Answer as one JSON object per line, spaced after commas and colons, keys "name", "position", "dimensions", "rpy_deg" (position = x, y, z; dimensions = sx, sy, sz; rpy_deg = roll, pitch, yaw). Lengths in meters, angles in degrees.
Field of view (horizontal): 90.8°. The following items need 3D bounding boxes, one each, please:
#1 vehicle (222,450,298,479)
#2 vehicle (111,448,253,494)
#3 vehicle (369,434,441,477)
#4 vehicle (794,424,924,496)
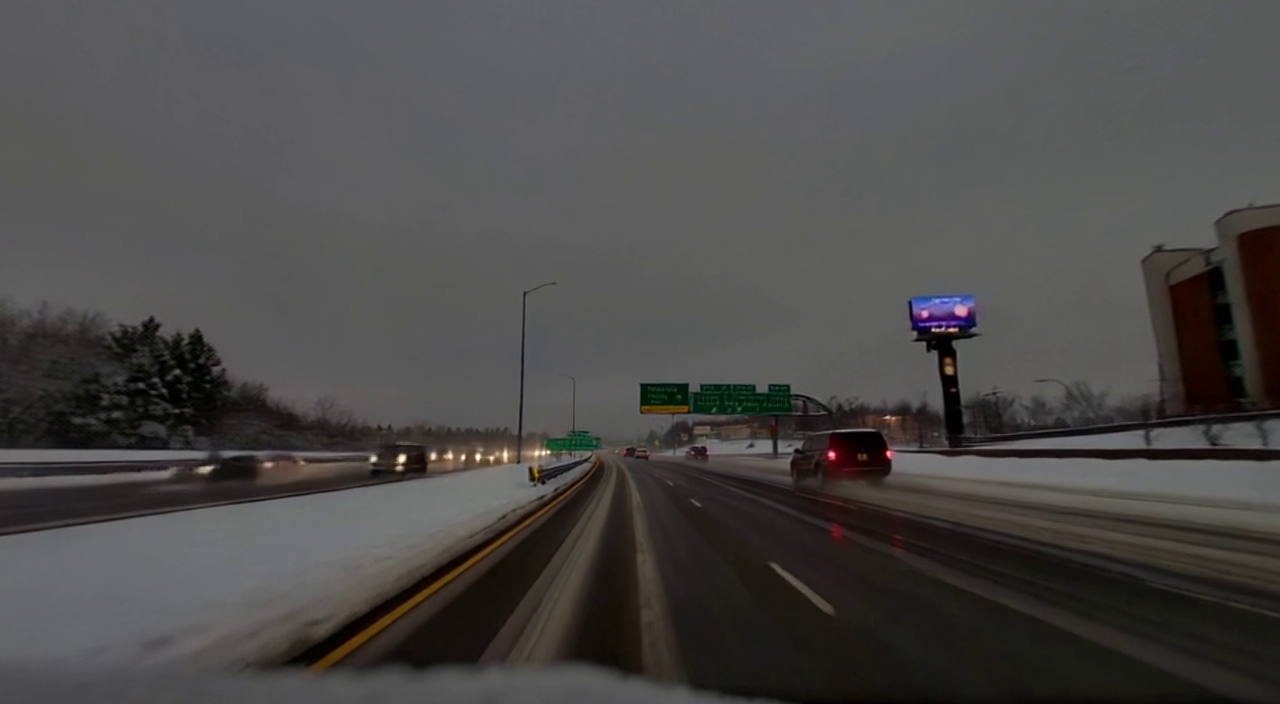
{"name": "vehicle", "position": [-21.457, 6.329, 35.905], "dimensions": [1.611, 1.537, 4.463], "rpy_deg": [0, -9, -2]}
{"name": "vehicle", "position": [-17.117, 4.428, 23.972], "dimensions": [2.001, 1.572, 4.572], "rpy_deg": [0, -9, -1]}
{"name": "vehicle", "position": [-13.537, 6.103, 36.788], "dimensions": [2.224, 2.008, 4.808], "rpy_deg": [4, -13, -1]}
{"name": "vehicle", "position": [6.686, 3.374, 20.053], "dimensions": [2.181, 1.952, 4.973], "rpy_deg": [0, -9, -2]}
